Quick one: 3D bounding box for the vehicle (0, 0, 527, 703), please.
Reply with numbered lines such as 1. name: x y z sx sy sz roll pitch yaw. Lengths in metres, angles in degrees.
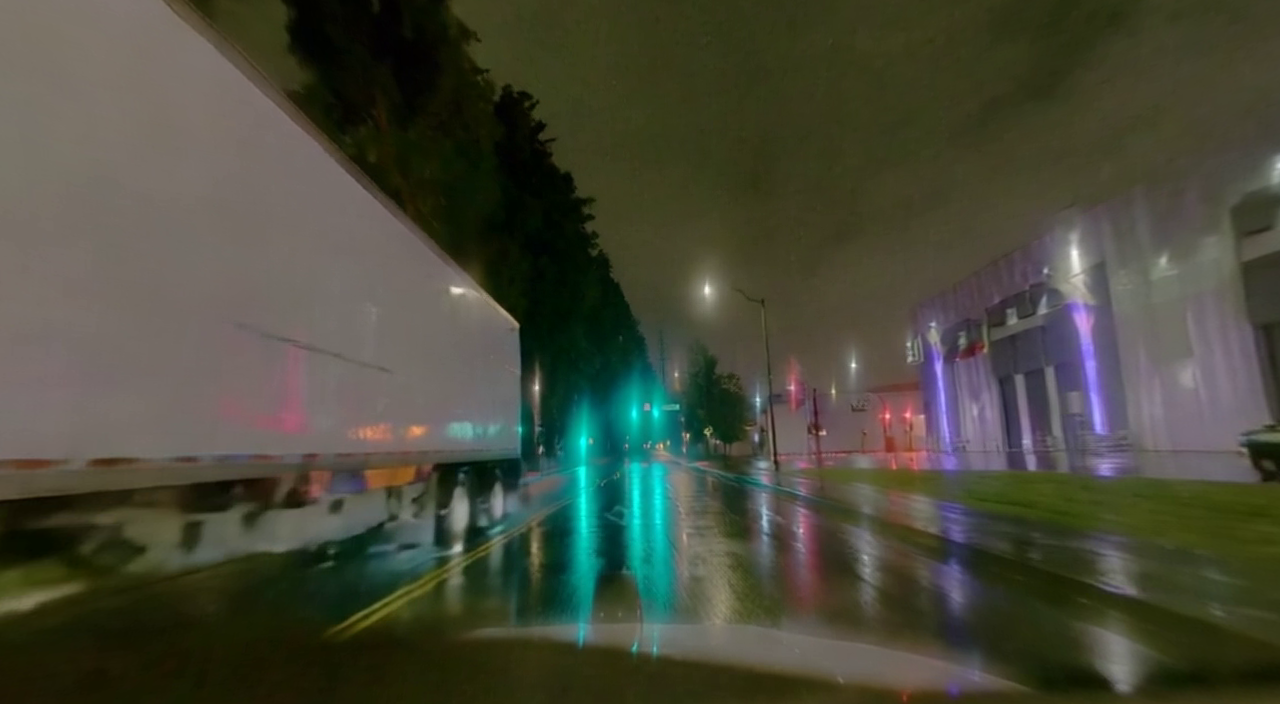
1. vehicle: -4.139 0.232 5.456 3.160 4.343 15.392 -1 -9 1
